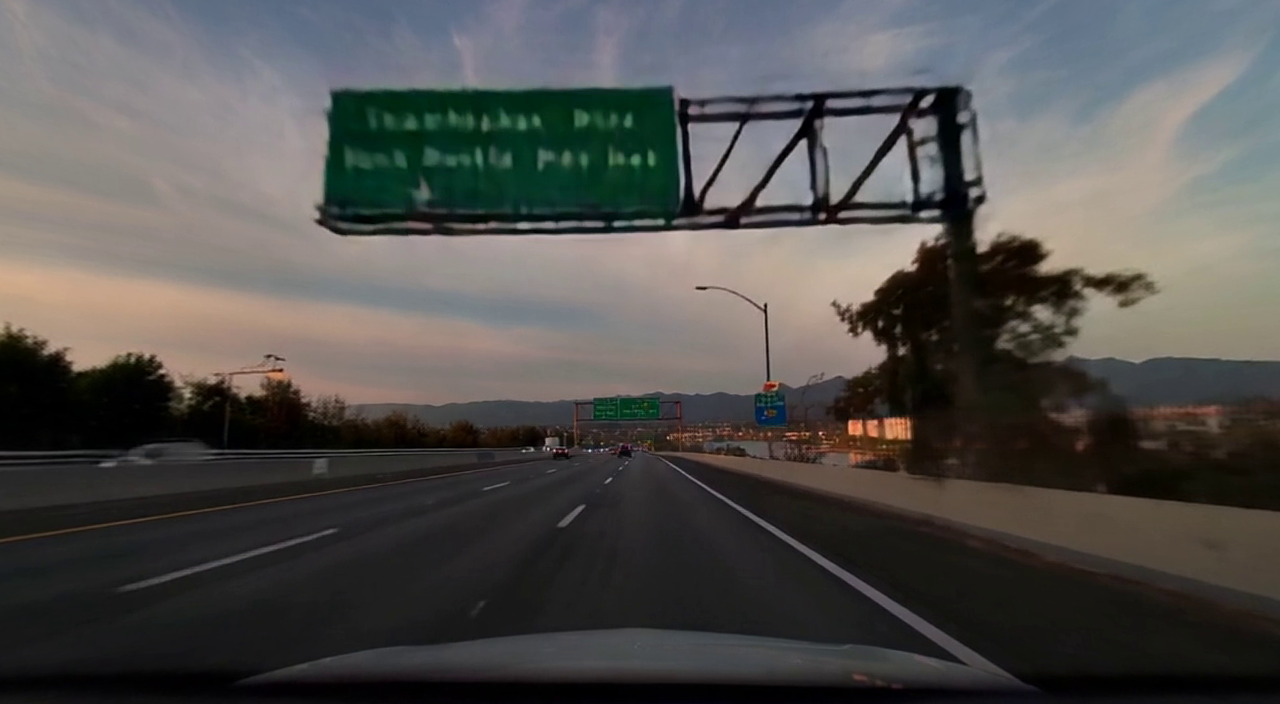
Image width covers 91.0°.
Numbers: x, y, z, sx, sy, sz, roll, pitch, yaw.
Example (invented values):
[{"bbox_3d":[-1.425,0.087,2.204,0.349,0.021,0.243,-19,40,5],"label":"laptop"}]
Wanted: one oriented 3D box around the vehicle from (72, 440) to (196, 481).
[{"bbox_3d":[-20.662,4.432,25.946,1.787,1.512,3.945,0,-9,1],"label":"vehicle"}]
